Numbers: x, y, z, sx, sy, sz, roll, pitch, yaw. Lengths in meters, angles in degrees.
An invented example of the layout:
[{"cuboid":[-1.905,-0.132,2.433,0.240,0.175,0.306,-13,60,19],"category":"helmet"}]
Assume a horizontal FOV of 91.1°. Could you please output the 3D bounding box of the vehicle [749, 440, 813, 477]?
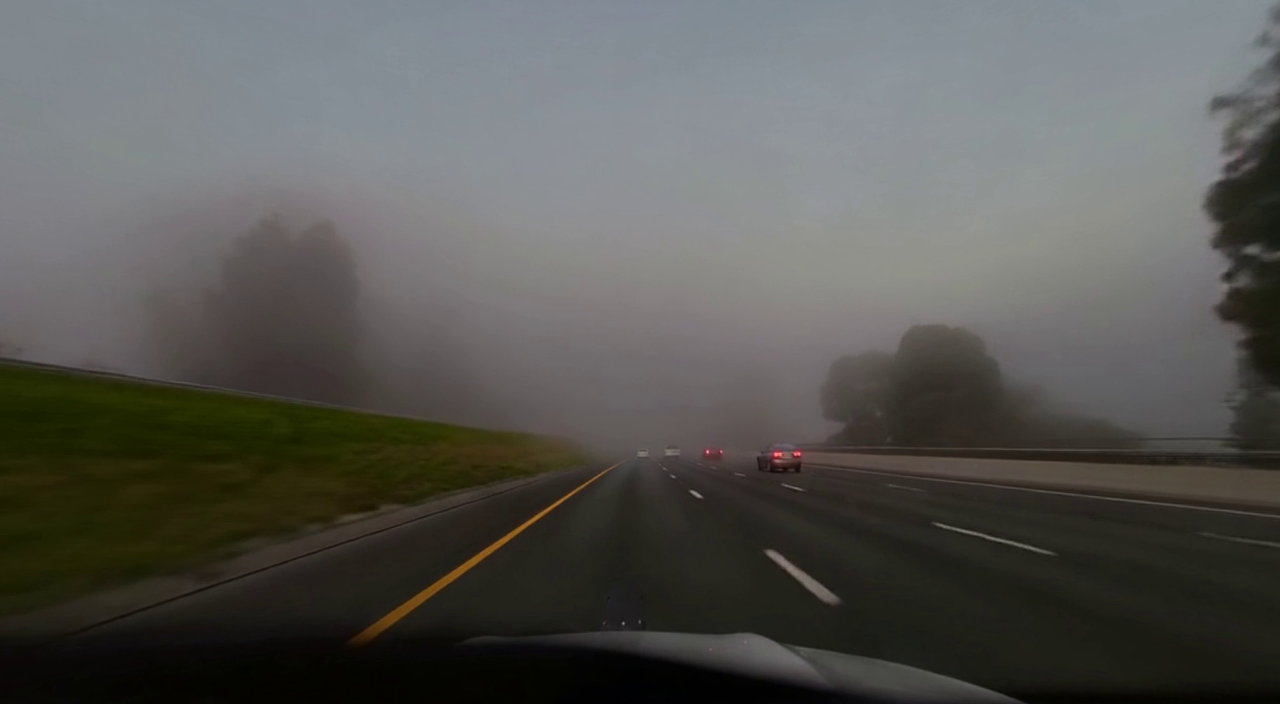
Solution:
[{"cuboid":[6.938,5.276,31.444,2.048,1.697,4.689,0,-9,-1],"category":"vehicle"}]
